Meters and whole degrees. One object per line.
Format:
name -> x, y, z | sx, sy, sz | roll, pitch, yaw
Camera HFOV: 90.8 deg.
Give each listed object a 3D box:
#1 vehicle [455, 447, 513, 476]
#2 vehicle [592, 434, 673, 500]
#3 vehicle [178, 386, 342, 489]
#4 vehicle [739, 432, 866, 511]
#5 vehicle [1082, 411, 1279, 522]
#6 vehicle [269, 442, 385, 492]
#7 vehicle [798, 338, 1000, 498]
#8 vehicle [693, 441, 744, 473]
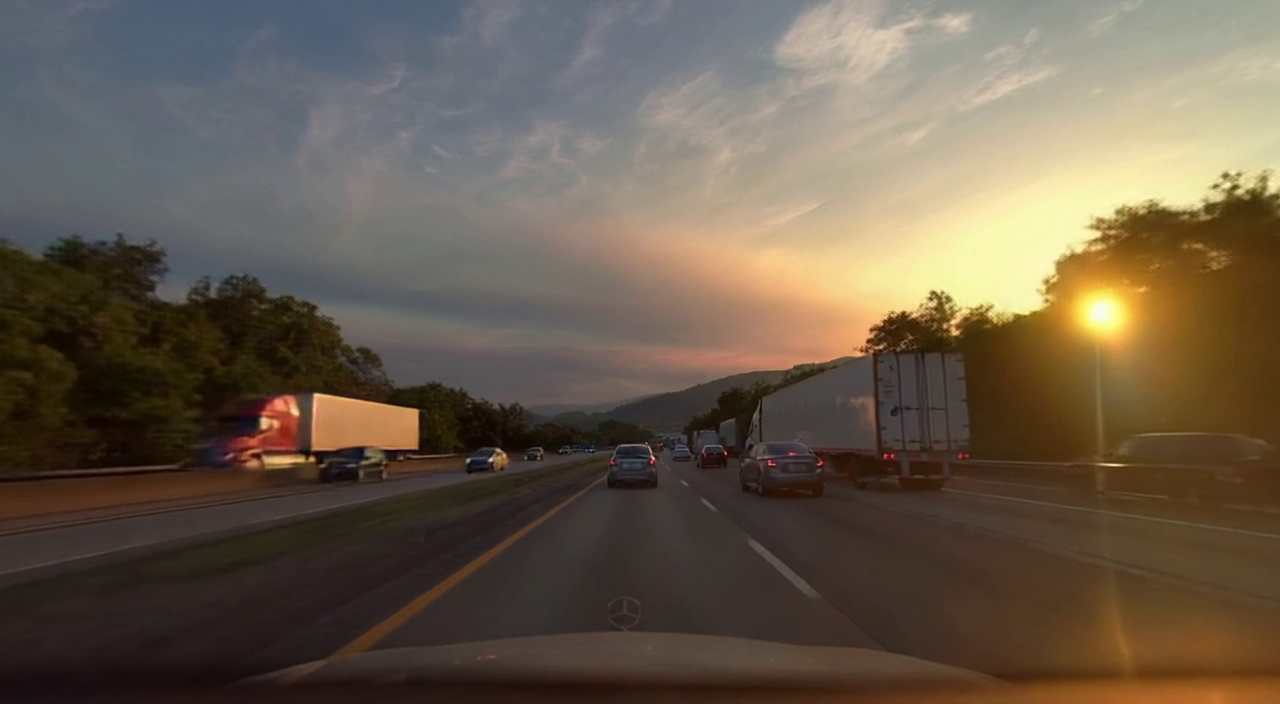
vehicle -> -8.302, 5.877, 33.963 | 2.043, 1.455, 3.840 | 0, -9, 1
vehicle -> -0.173, 3.158, 17.621 | 2.023, 1.618, 3.628 | 0, -9, 1
vehicle -> -15.923, 3.719, 27.125 | 2.934, 3.853, 6.135 | 0, -9, 1
vehicle -> 3.645, 2.751, 14.902 | 1.920, 1.594, 3.867 | 0, -9, 0
vehicle -> 11.834, 2.297, 13.031 | 1.966, 1.870, 4.734 | 0, -9, 1
vehicle -> -11.866, 4.359, 24.331 | 2.044, 1.706, 4.619 | 0, -9, 0
vehicle -> 7.610, 2.295, 20.288 | 2.823, 4.063, 8.485 | 0, -9, 0
vehicle -> 4.148, 5.648, 34.069 | 2.150, 1.632, 4.260 | 0, -9, 0
